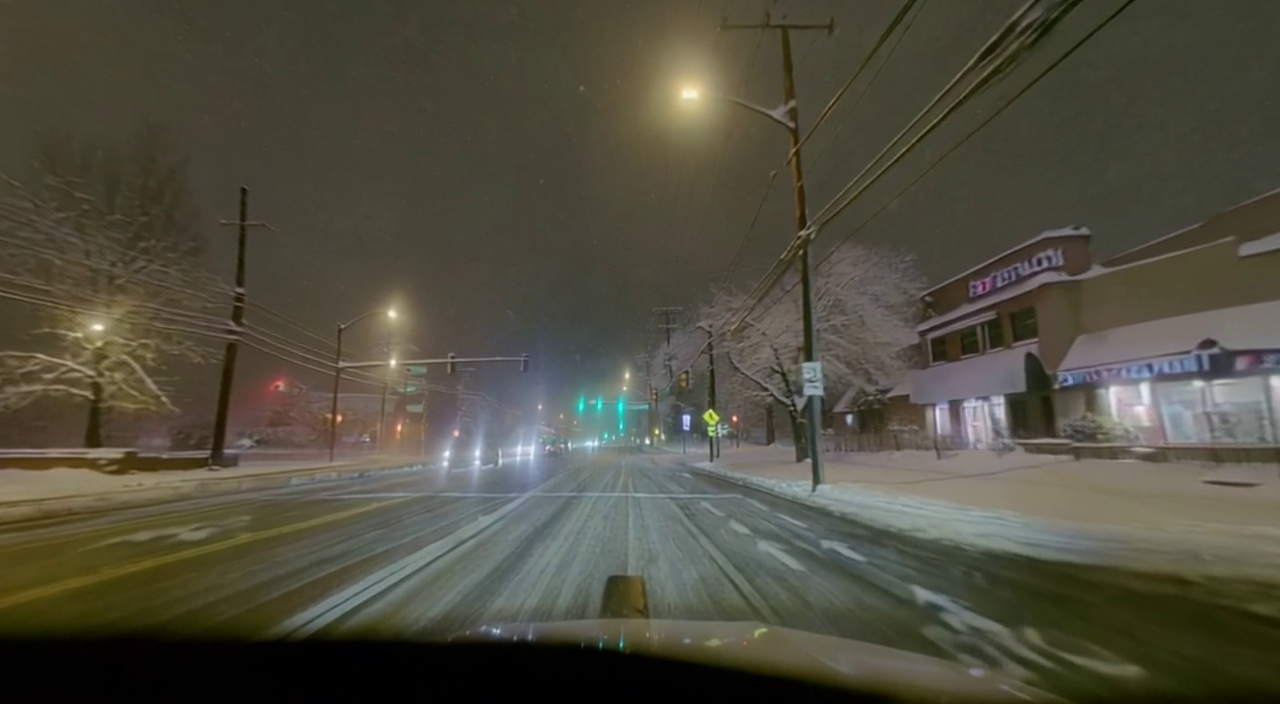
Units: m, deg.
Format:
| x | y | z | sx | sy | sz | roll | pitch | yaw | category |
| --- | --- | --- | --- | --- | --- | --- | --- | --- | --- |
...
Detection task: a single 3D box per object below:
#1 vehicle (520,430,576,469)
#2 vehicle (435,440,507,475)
| x | y | z | sx | sy | sz | roll | pitch | yaw | category |
| --- | --- | --- | --- | --- | --- | --- | --- | --- | --- |
| -4.829 | 5.198 | 33.806 | 2.371 | 1.926 | 5.099 | 0 | -8 | -2 | vehicle |
| -7.455 | 4.690 | 28.284 | 2.010 | 1.455 | 4.271 | 0 | -8 | 1 | vehicle |
